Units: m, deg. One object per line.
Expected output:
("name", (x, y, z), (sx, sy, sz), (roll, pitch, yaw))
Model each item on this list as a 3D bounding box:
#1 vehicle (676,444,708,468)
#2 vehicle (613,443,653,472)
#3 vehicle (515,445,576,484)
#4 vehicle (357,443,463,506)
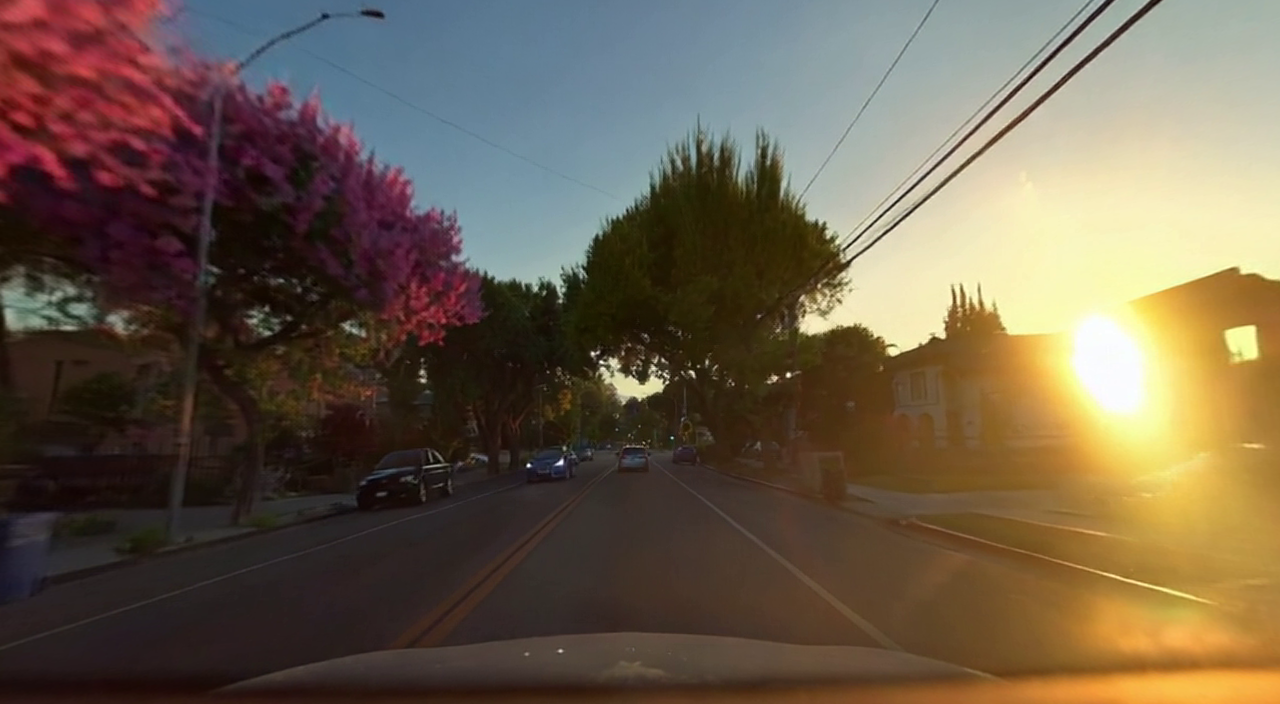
("vehicle", (3.795, 7.684, 46.748), (1.895, 1.640, 4.090), (0, -8, -1))
("vehicle", (-0.381, 5.849, 35.100), (2.104, 1.500, 3.815), (0, -8, -1))
("vehicle", (-3.995, 4.841, 27.386), (2.022, 1.534, 4.320), (0, -8, -1))
("vehicle", (-7.695, 4.171, 21.596), (2.022, 1.795, 4.337), (-3, -10, 0))
